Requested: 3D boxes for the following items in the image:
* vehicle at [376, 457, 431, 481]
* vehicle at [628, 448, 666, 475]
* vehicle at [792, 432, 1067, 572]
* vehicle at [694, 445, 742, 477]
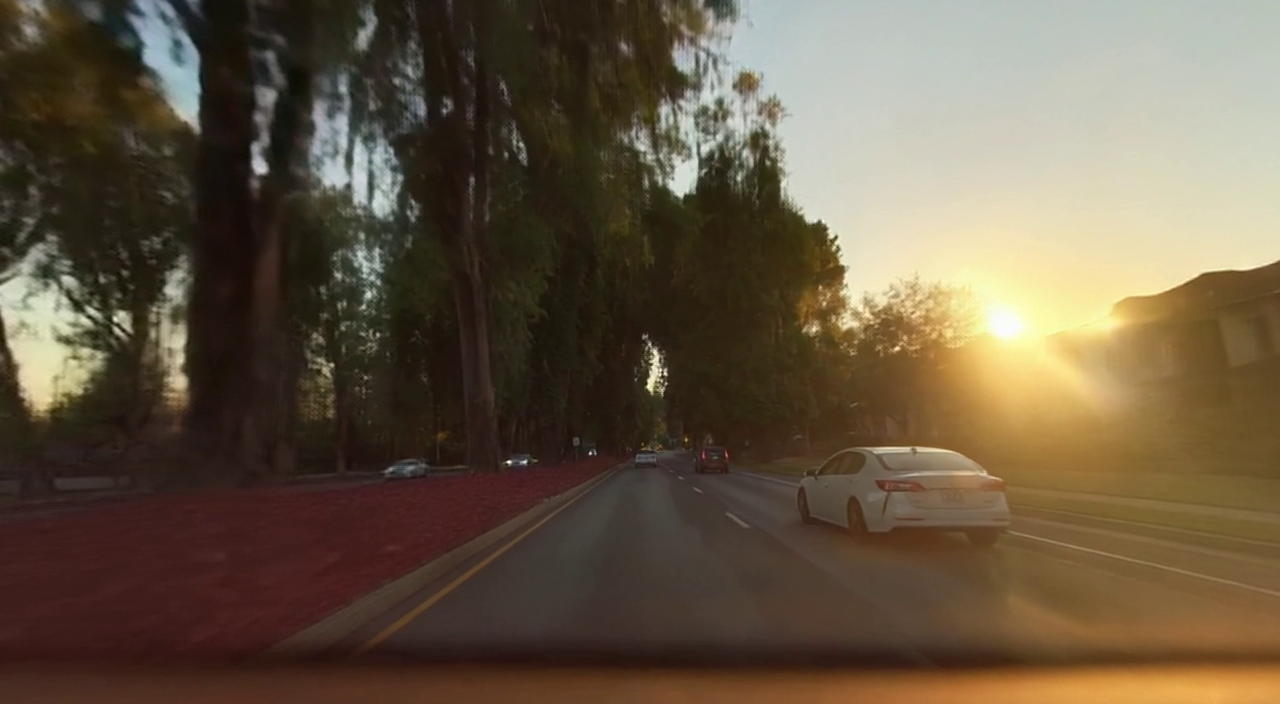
[{"bbox_3d":[-15.920,7.860,42.807,1.855,1.449,4.662,0,-9,1],"label":"vehicle"},{"bbox_3d":[0.398,6.430,37.241,2.082,1.473,4.028,0,-9,0],"label":"vehicle"},{"bbox_3d":[3.711,1.973,9.113,1.985,1.529,4.147,0,-9,0],"label":"vehicle"},{"bbox_3d":[4.281,6.029,35.211,2.074,1.652,4.340,0,-9,0],"label":"vehicle"}]
